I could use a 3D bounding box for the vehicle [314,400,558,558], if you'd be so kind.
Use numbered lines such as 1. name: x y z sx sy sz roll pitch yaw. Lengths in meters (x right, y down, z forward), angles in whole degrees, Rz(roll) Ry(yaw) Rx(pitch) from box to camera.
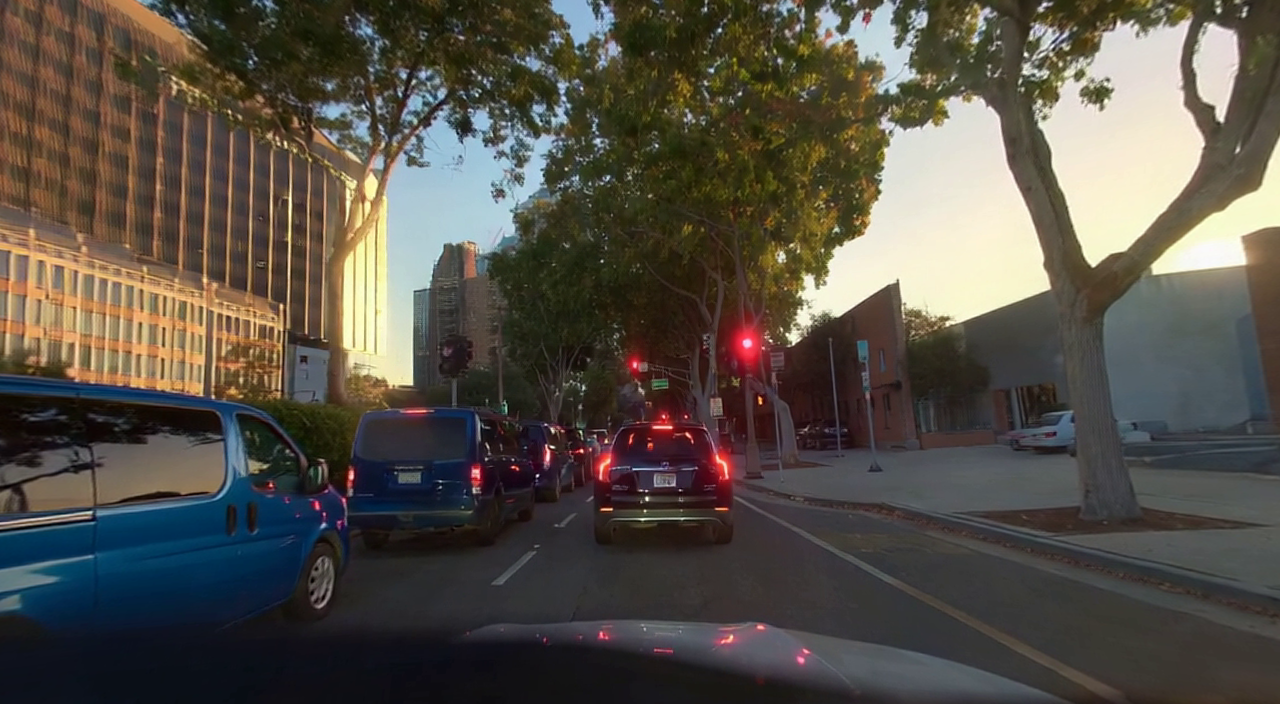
1. vehicle: -2.649 1.792 9.606 2.124 1.799 4.587 0 -8 1

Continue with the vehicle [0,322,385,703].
1. vehicle: -3.178 0.955 3.446 1.940 1.722 3.823 0 -8 0

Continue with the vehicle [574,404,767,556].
1. vehicle: 0.360 1.752 9.249 2.205 1.727 3.917 0 -8 0
